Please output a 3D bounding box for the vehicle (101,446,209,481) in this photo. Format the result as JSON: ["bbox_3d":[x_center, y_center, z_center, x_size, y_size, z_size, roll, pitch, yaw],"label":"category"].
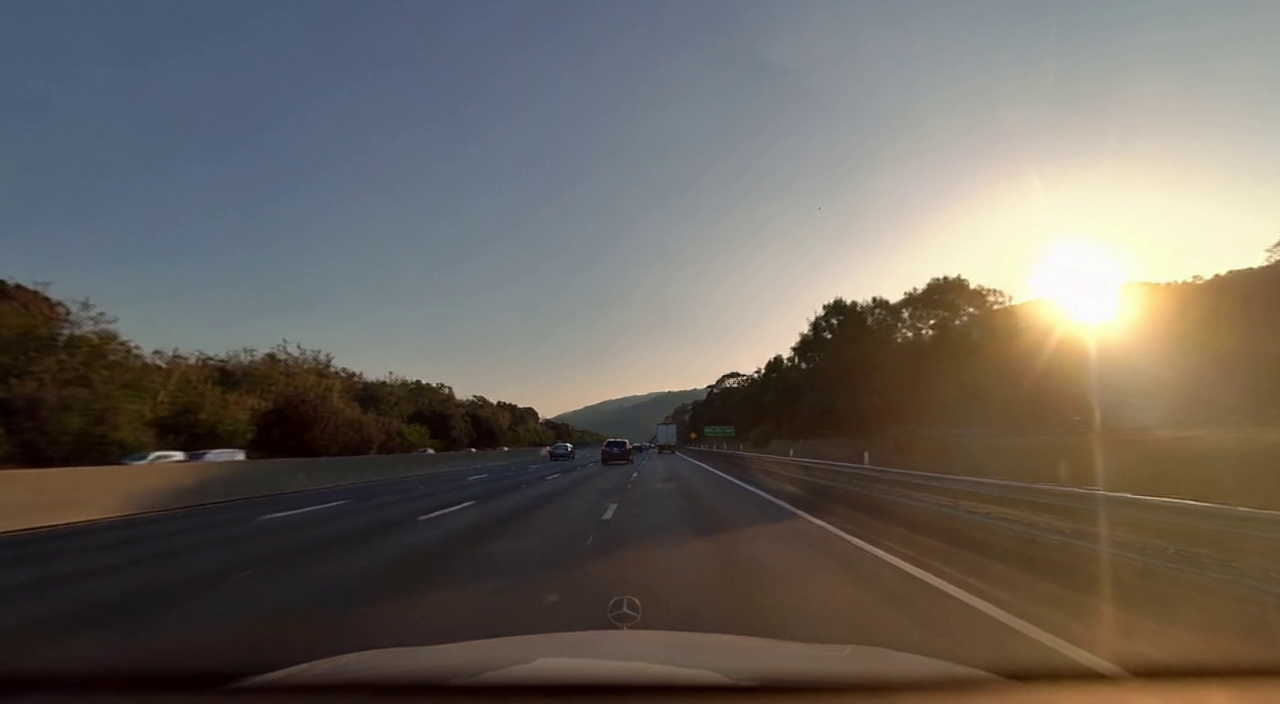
[{"bbox_3d":[-30.237,6.925,39.639,2.377,2.013,5.364,0,-8,2],"label":"vehicle"}]

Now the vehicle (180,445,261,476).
[{"bbox_3d":[-29.998,7.738,45.338,2.582,2.126,4.439,0,-8,2],"label":"vehicle"}]

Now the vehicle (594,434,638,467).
[{"bbox_3d":[-1.330,5.894,37.949,2.283,1.802,4.810,0,-8,2],"label":"vehicle"}]

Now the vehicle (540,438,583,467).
[{"bbox_3d":[-4.925,6.376,40.135,2.062,1.691,4.278,0,-8,2],"label":"vehicle"}]
